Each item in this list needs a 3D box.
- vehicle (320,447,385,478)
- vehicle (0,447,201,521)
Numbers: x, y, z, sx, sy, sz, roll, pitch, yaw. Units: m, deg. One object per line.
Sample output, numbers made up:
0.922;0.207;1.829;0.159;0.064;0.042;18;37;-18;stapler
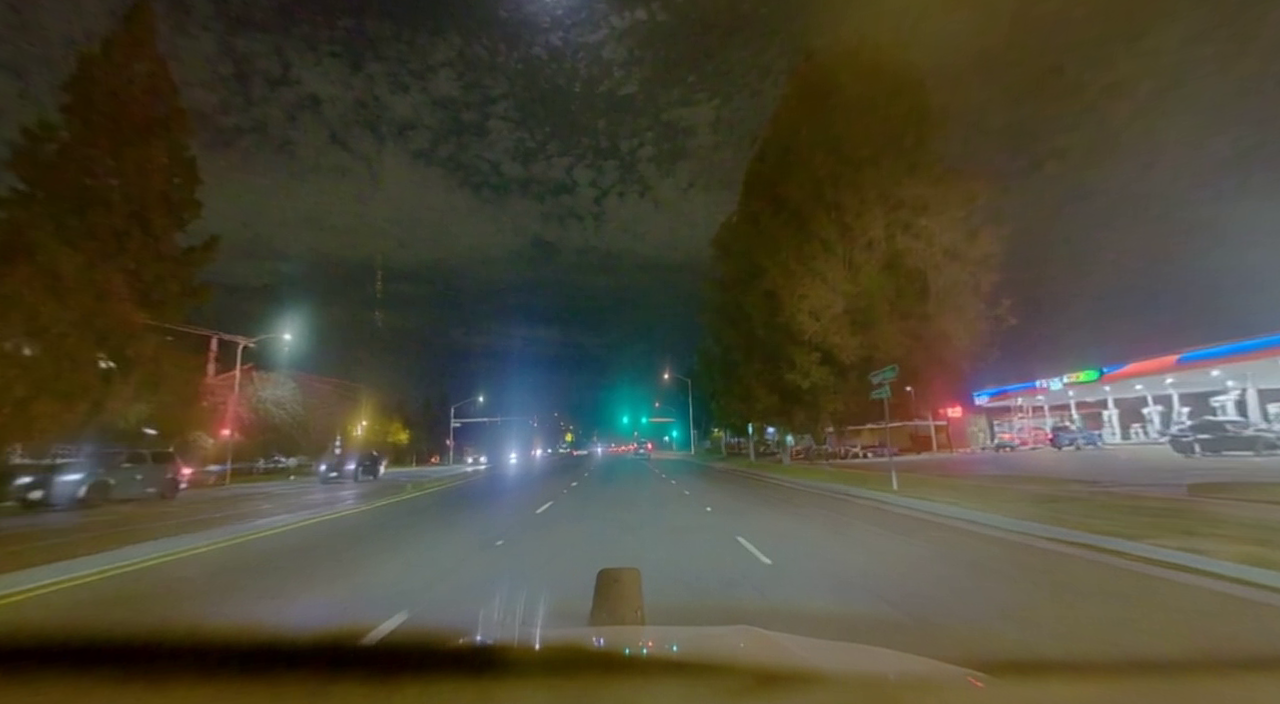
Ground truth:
-18.788;7.214;41.565;2.129;1.797;4.866;-3;-8;-1;vehicle
-14.896;3.518;17.507;2.011;1.655;5.029;-2;-8;-2;vehicle
